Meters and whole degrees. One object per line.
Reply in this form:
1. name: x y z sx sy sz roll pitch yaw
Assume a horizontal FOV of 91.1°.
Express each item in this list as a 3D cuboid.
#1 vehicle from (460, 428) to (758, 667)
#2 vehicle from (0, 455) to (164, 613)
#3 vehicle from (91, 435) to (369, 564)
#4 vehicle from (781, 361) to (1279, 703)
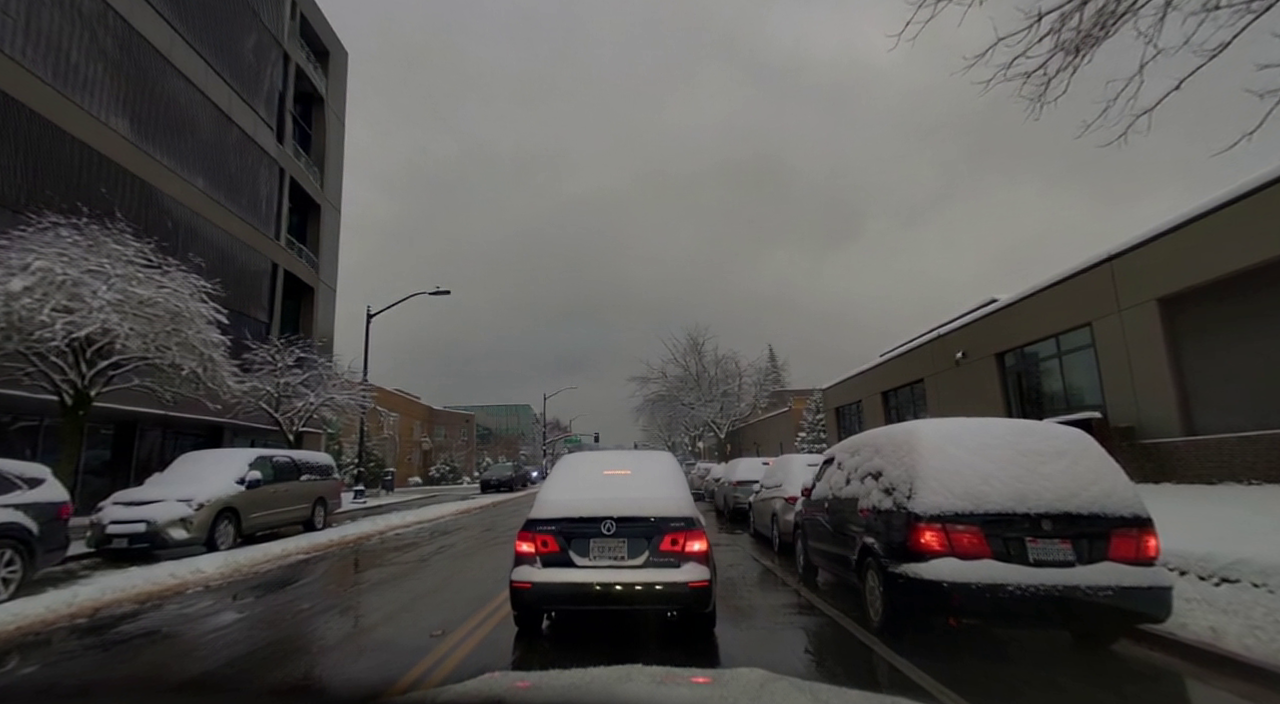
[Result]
1. vehicle: -0.185 1.667 6.180 2.018 1.583 3.646 1 -10 1
2. vehicle: -6.976 1.674 5.743 1.900 1.471 4.202 1 -10 0
3. vehicle: -6.834 2.579 11.275 1.994 1.701 4.520 -3 -12 -1
4. vehicle: 2.710 1.414 5.552 1.868 1.920 4.501 1 -10 0
